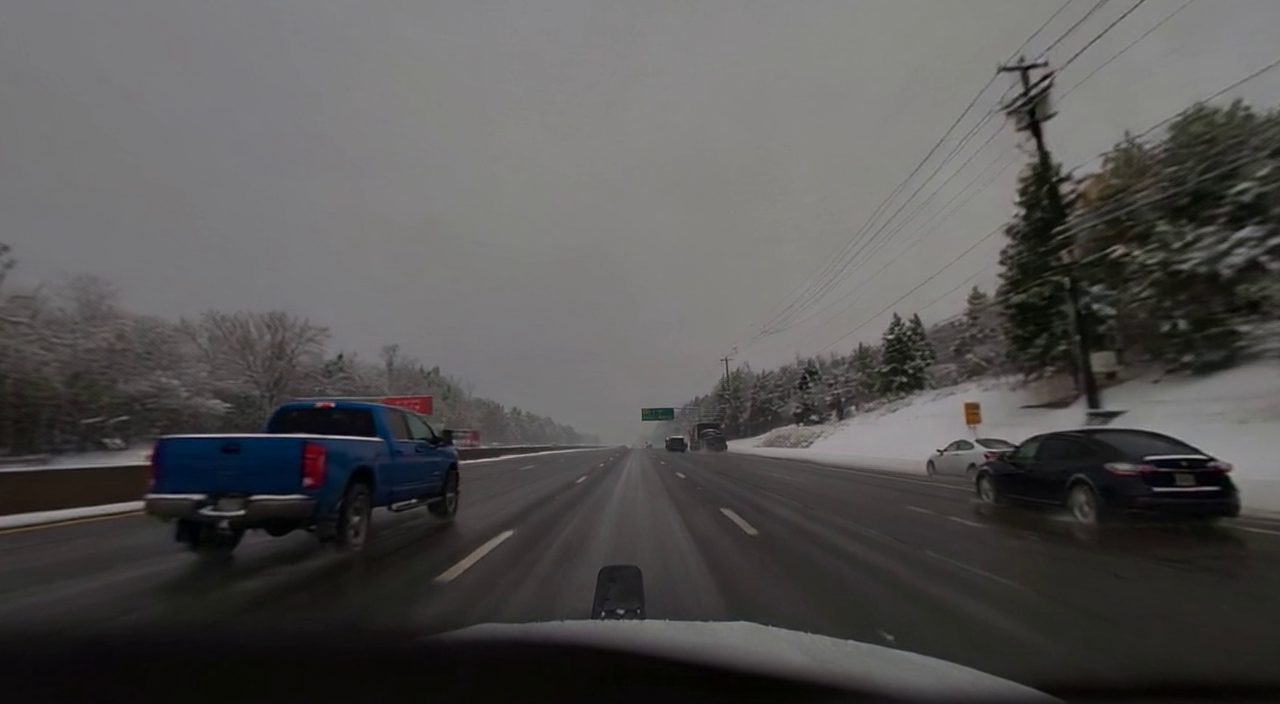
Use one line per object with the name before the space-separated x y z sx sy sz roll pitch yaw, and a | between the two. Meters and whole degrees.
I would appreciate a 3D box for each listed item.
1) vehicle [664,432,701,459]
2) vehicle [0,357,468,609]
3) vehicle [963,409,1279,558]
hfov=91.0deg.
vehicle | 3.320 7.424 49.970 2.484 2.024 5.265 0 -8 -1
vehicle | -4.381 1.500 8.229 2.508 2.023 6.176 0 -8 0
vehicle | 6.961 1.794 9.307 1.976 1.646 4.370 0 -8 -1
